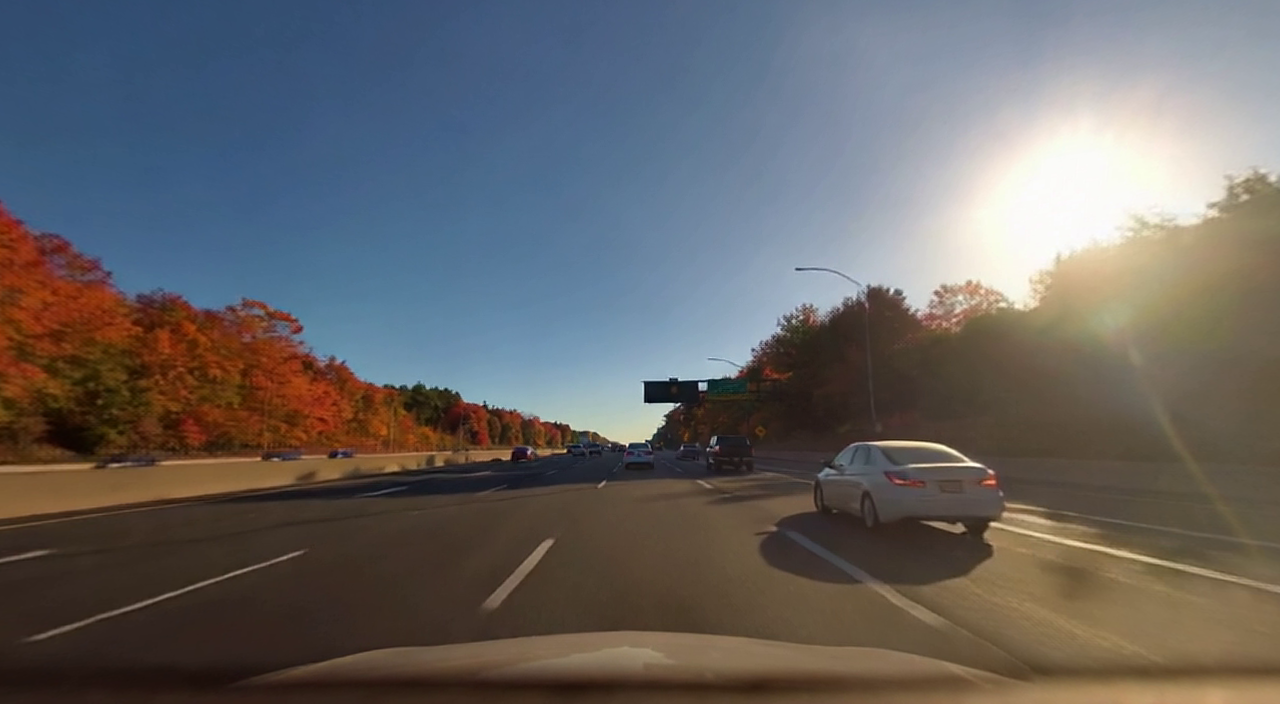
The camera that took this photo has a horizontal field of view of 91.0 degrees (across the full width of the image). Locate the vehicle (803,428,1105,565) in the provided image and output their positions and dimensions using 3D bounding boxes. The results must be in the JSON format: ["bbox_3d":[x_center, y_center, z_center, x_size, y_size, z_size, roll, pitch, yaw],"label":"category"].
[{"bbox_3d":[4.118,1.978,9.450,2.057,1.508,4.767,0,-9,0],"label":"vehicle"}]

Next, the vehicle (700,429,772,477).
[{"bbox_3d":[4.283,4.659,29.202,2.388,1.998,5.749,0,-9,0],"label":"vehicle"}]

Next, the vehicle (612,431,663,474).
[{"bbox_3d":[-0.093,5.049,31.713,2.372,1.957,5.121,0,-9,1],"label":"vehicle"}]

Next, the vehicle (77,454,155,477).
[{"bbox_3d":[-37.013,8.019,44.598,1.923,1.497,4.018,0,-9,2],"label":"vehicle"}]
